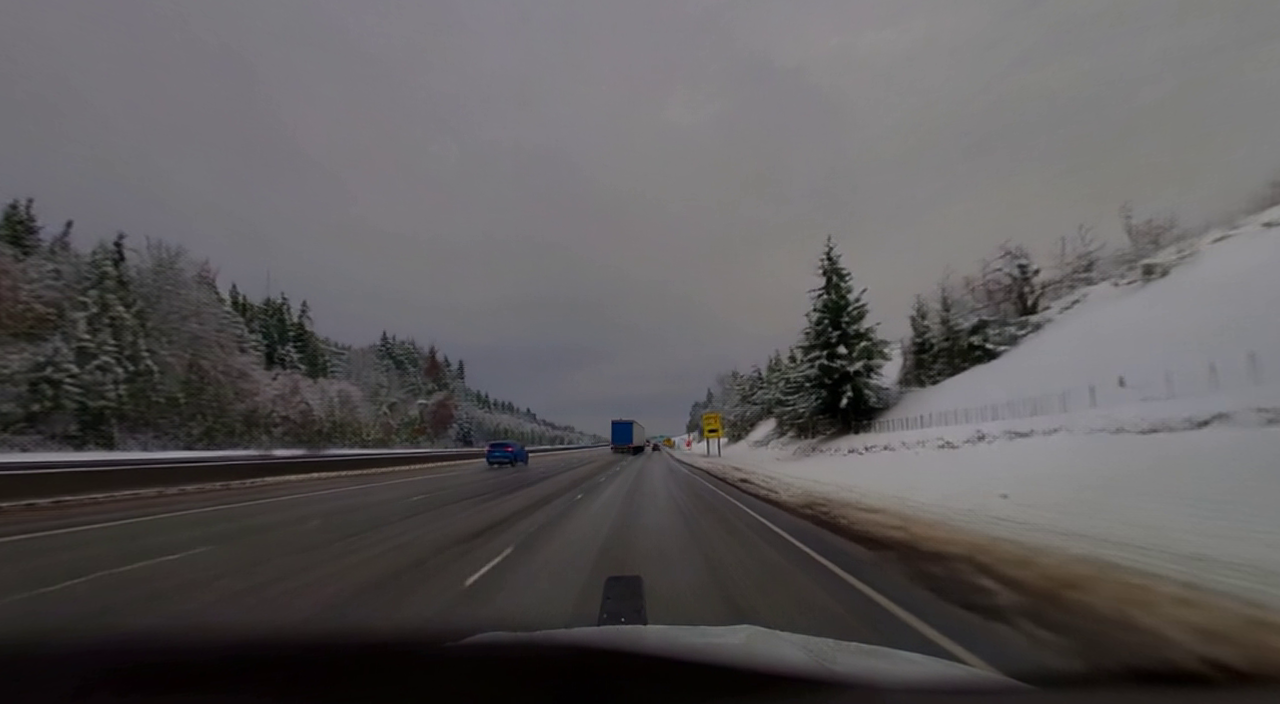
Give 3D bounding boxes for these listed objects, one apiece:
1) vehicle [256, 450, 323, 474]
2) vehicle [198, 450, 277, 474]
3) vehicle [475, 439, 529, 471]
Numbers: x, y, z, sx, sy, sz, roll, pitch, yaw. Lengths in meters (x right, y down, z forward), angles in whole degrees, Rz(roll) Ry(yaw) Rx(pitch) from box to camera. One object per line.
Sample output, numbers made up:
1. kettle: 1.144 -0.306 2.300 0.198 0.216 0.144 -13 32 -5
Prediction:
1. vehicle: -22.143 6.953 40.006 1.679 1.439 4.300 0 -9 1
2. vehicle: -26.436 7.222 41.603 2.159 1.461 4.562 0 -9 1
3. vehicle: -7.284 5.476 33.615 1.893 1.566 4.051 0 -9 1
